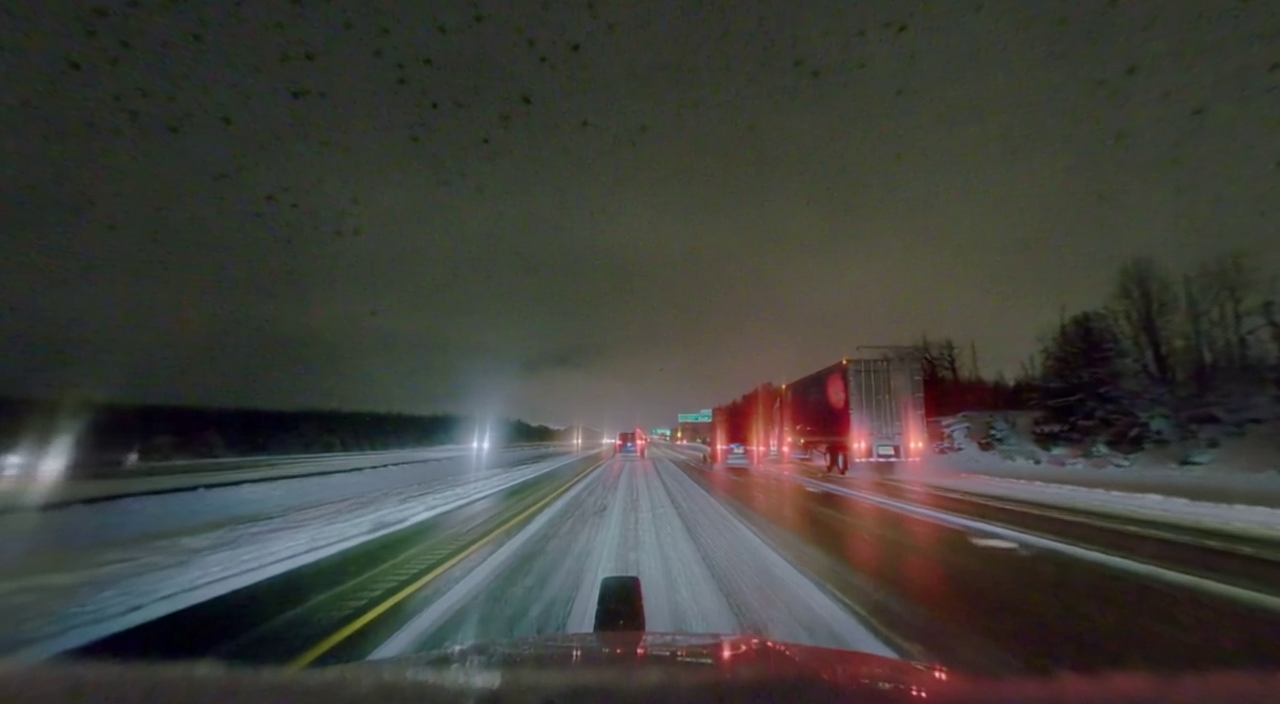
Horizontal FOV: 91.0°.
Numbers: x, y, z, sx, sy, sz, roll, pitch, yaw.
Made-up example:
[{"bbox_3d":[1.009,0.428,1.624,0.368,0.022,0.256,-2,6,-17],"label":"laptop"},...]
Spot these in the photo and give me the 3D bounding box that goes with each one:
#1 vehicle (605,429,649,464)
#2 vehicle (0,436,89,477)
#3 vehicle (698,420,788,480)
[{"bbox_3d":[-0.616,4.896,32.501,2.142,1.664,4.076,0,-9,0],"label":"vehicle"},{"bbox_3d":[-29.448,4.907,29.815,2.106,1.801,5.016,0,-9,1],"label":"vehicle"},{"bbox_3d":[3.370,3.360,21.692,2.269,1.839,4.554,1,-9,-1],"label":"vehicle"}]
